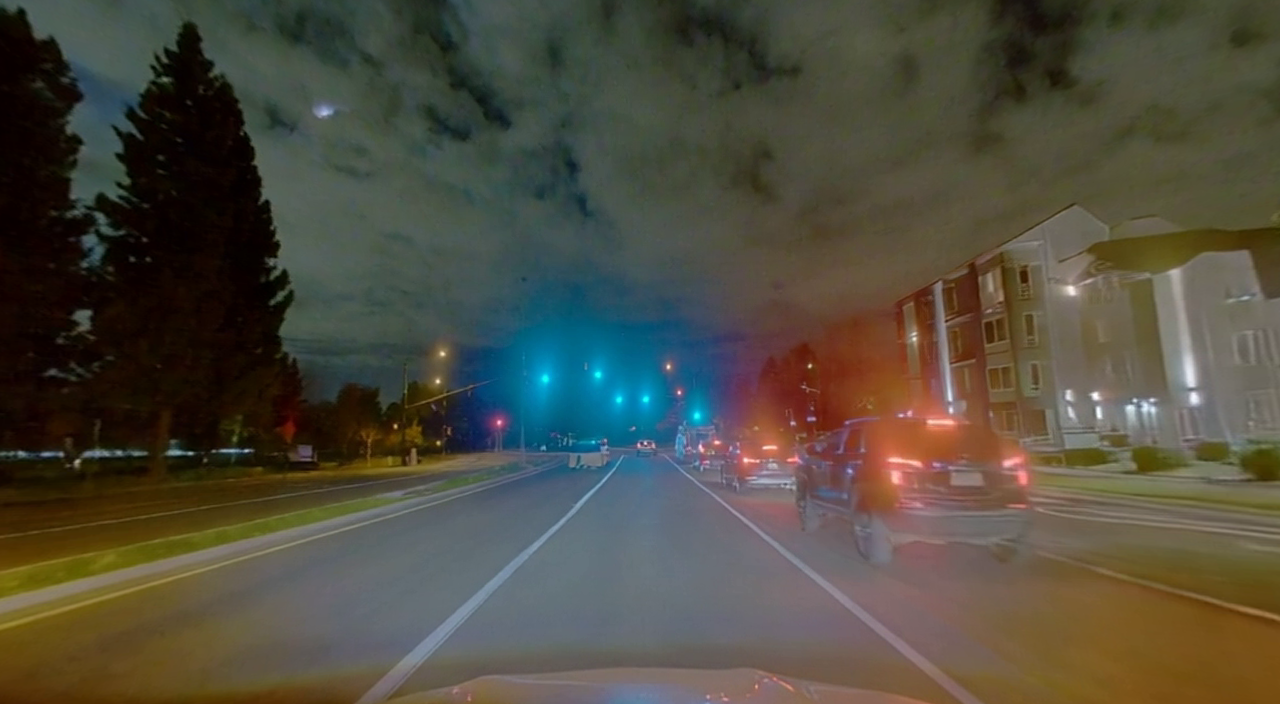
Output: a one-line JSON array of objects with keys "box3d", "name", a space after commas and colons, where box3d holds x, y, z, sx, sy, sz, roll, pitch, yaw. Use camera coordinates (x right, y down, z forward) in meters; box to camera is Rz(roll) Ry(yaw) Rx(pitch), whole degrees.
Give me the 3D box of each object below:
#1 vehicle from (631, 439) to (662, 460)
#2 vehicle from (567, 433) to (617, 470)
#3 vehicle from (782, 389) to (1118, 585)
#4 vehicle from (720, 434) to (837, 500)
[{"box3d": [0.517, 7.160, 46.368, 2.120, 1.428, 3.890, 0, -8, 2], "name": "vehicle"}, {"box3d": [-2.364, 5.027, 32.072, 2.083, 1.691, 4.398, 0, -8, 1], "name": "vehicle"}, {"box3d": [3.334, 1.558, 8.059, 1.985, 1.772, 4.479, 0, -8, 0], "name": "vehicle"}, {"box3d": [3.348, 2.878, 16.221, 2.009, 1.436, 4.258, 0, -8, 0], "name": "vehicle"}]
